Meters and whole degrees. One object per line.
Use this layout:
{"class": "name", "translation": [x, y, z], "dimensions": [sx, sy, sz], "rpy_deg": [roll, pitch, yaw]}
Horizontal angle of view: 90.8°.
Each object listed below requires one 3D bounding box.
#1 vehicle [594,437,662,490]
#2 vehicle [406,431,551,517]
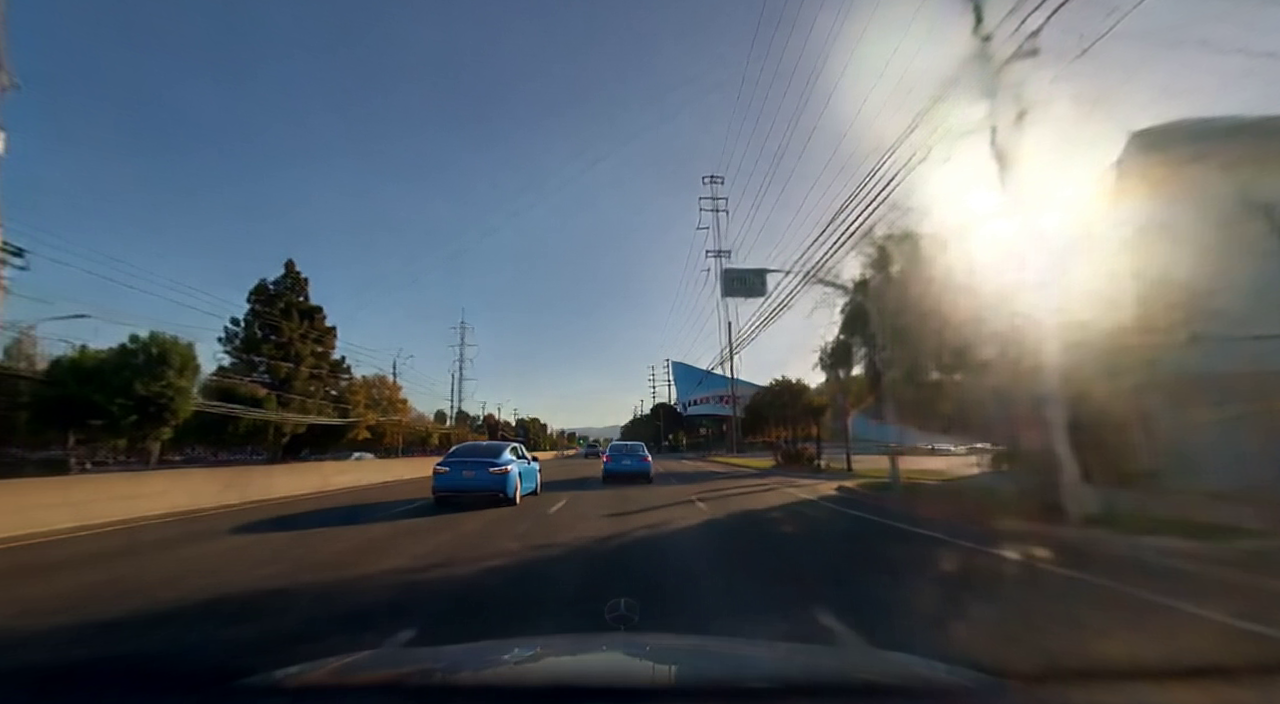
{"class": "vehicle", "translation": [-0.370, 3.885, 22.373], "dimensions": [2.189, 1.652, 4.135], "rpy_deg": [0, -8, 0]}
{"class": "vehicle", "translation": [-3.405, 2.681, 14.470], "dimensions": [1.985, 1.607, 4.892], "rpy_deg": [0, -8, 1]}
